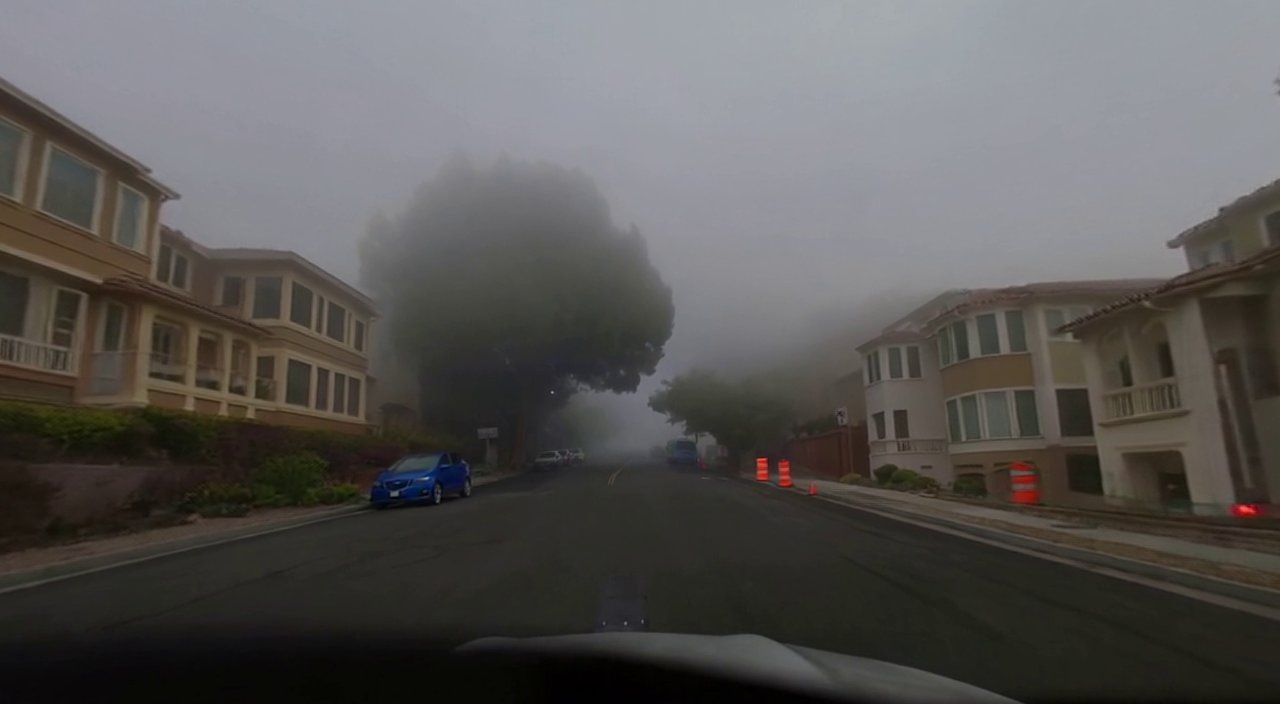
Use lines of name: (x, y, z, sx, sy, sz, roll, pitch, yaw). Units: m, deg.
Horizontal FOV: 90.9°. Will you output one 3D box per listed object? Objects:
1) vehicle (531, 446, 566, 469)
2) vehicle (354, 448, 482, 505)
vehicle: (-6.704, 7.770, 46.541, 1.957, 1.608, 4.476, 0, -9, -1)
vehicle: (-6.526, 3.686, 19.184, 2.137, 1.481, 4.503, 0, -9, 2)
